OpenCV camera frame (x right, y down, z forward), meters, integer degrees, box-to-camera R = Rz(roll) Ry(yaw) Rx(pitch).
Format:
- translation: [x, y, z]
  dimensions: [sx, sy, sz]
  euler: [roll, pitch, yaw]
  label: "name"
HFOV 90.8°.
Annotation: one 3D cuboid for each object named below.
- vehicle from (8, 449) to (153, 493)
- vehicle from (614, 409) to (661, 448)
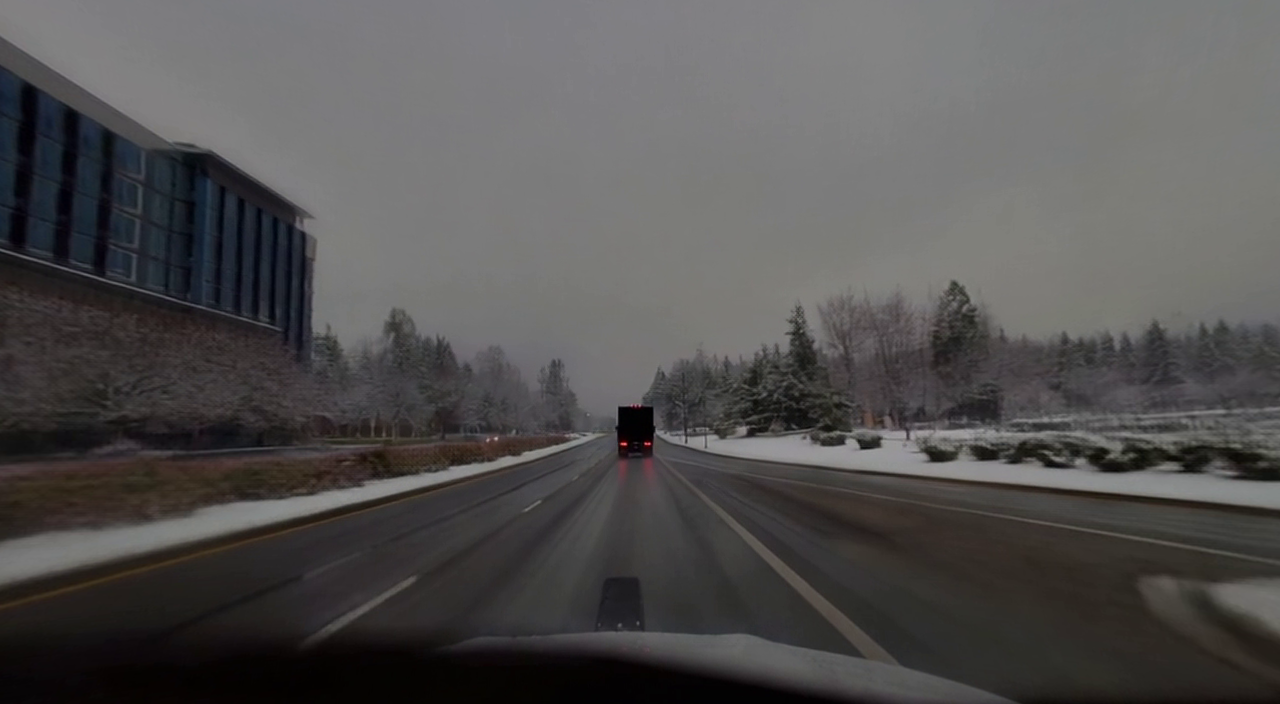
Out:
- translation: [-20.481, 4.338, 23.379]
  dimensions: [1.744, 1.467, 3.945]
  euler: [0, -9, 0]
  label: "vehicle"
- translation: [-0.220, 4.012, 32.464]
  dimensions: [2.178, 1.829, 4.932]
  euler: [0, -9, -3]
  label: "vehicle"
